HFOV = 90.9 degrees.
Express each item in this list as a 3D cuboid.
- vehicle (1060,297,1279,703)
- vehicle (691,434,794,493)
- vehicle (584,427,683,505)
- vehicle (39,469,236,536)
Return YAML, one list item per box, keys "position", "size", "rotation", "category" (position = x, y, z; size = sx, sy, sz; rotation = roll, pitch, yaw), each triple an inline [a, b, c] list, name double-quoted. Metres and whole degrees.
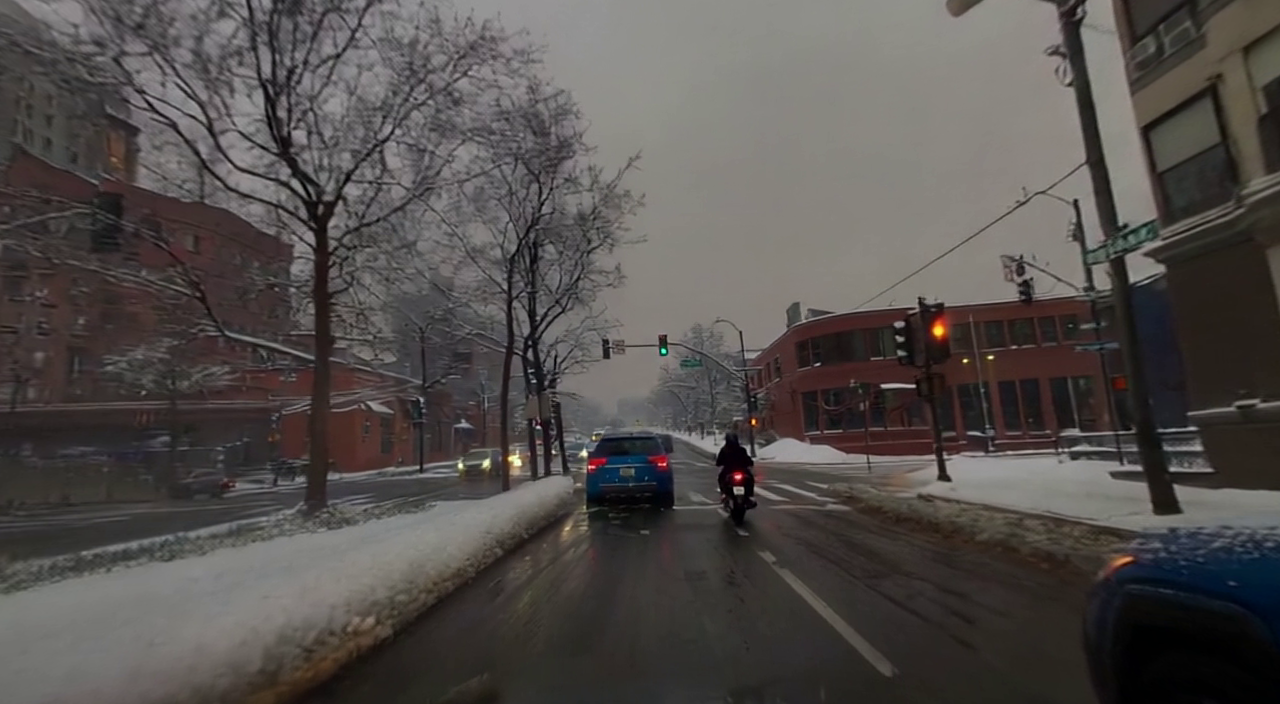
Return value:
- position: [2.679, 0.504, 0.312]
  size: [1.939, 1.709, 4.323]
  rotation: [0, -9, 0]
  category: "vehicle"
- position: [2.866, 3.245, 18.707]
  size: [2.101, 1.507, 4.355]
  rotation: [0, -9, -3]
  category: "vehicle"
- position: [-0.162, 2.934, 16.602]
  size: [2.265, 1.748, 4.130]
  rotation: [0, -9, 0]
  category: "vehicle"
- position: [-14.263, 4.259, 18.415]
  size: [1.963, 1.492, 4.885]
  rotation: [0, -9, -4]
  category: "vehicle"
